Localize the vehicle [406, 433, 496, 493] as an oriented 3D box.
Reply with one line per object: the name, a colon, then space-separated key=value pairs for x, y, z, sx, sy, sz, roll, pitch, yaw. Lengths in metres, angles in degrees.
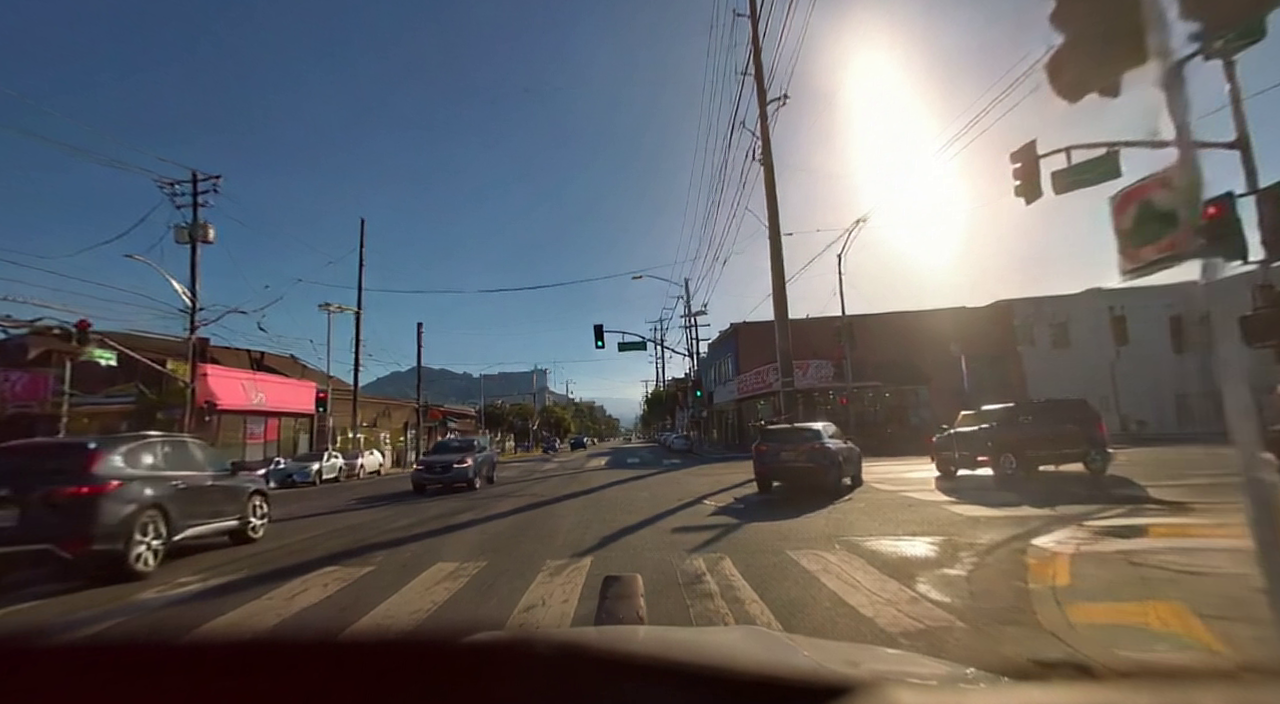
vehicle: x=-5.377 y=3.063 z=17.828 sx=2.097 sy=1.457 sz=4.439 roll=2 pitch=-9 yaw=-18

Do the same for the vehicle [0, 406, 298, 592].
vehicle: x=-6.572 y=1.714 z=8.149 sx=2.063 sy=1.751 sz=4.229 roll=0 pitch=-9 yaw=-2

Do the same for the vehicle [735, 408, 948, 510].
vehicle: x=4.040 y=1.946 z=12.309 sx=4.260 sy=1.497 sz=2.059 roll=3 pitch=-8 yaw=-44

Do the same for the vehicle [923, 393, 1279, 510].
vehicle: x=7.515 y=1.613 z=10.483 sx=4.714 sy=1.686 sz=1.973 roll=1 pitch=-8 yaw=-8
